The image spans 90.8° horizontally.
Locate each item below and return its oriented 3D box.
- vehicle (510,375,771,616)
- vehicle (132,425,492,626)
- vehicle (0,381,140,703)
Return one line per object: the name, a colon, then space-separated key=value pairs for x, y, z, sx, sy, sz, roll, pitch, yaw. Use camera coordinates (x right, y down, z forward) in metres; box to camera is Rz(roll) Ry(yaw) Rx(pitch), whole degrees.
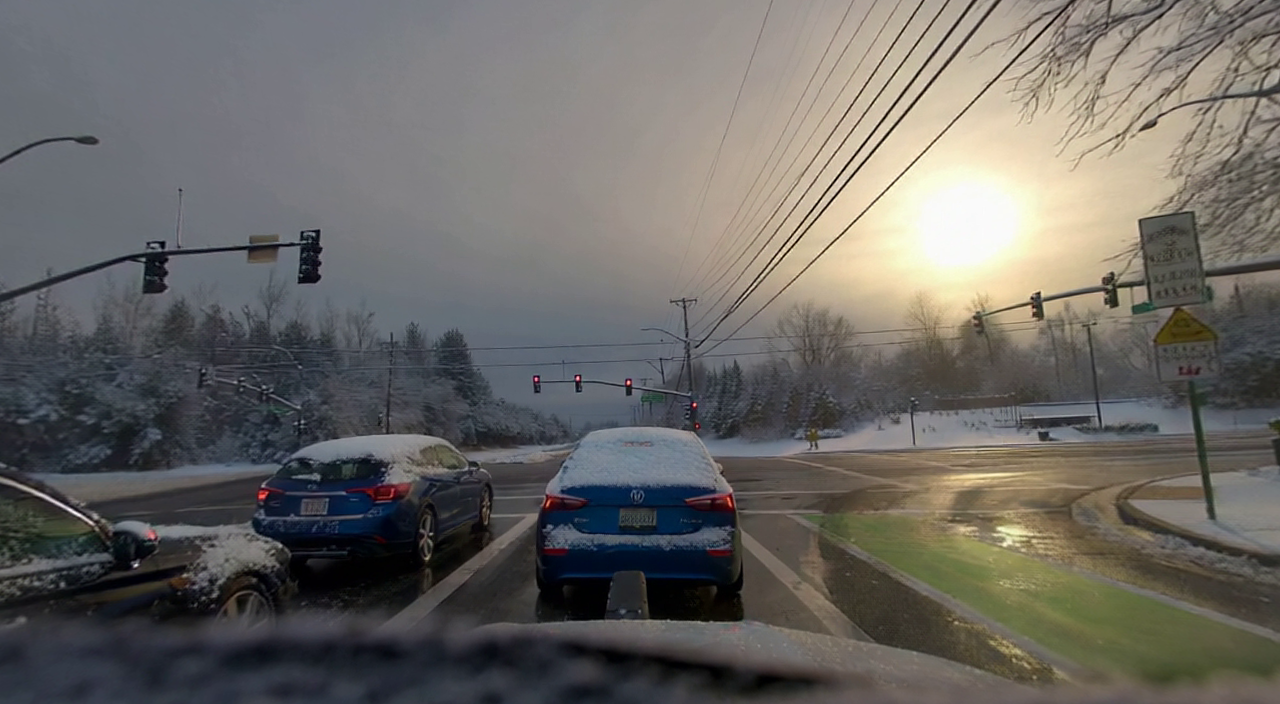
vehicle: x=-0.033 y=1.561 z=7.643 sx=2.036 sy=1.885 sz=5.196 roll=0 pitch=-10 yaw=-1
vehicle: x=-2.966 y=1.647 z=6.810 sx=1.726 sy=1.506 sz=3.840 roll=0 pitch=-10 yaw=1
vehicle: x=-3.477 y=0.573 z=0.323 sx=2.138 sy=1.488 sz=5.327 roll=0 pitch=-8 yaw=-1
